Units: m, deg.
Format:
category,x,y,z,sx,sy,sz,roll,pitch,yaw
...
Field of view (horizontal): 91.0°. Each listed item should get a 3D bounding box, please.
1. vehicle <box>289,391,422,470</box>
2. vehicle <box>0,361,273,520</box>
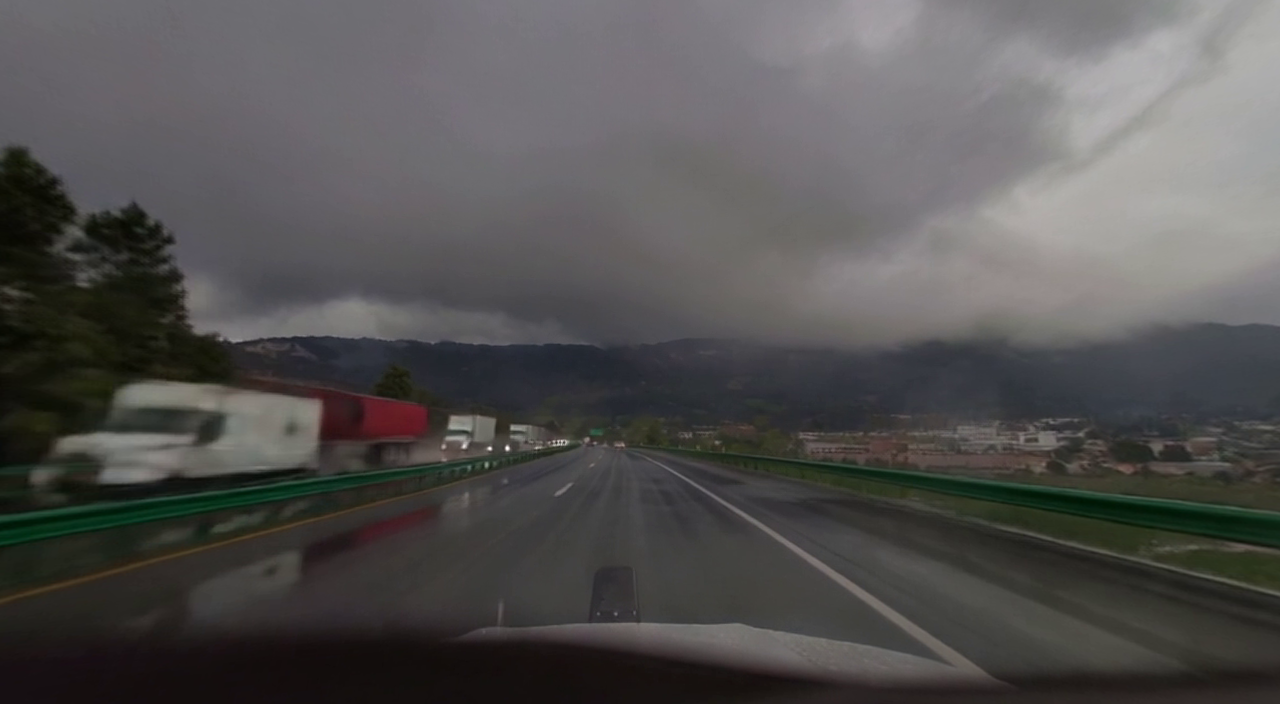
category,x,y,z,sx,sy,sz,roll,pitch,yaw
vehicle,-15.162,4.384,34.641,3.053,3.708,9.501,0,-8,-2
vehicle,-11.550,1.998,14.314,2.498,2.794,6.249,0,-8,1
